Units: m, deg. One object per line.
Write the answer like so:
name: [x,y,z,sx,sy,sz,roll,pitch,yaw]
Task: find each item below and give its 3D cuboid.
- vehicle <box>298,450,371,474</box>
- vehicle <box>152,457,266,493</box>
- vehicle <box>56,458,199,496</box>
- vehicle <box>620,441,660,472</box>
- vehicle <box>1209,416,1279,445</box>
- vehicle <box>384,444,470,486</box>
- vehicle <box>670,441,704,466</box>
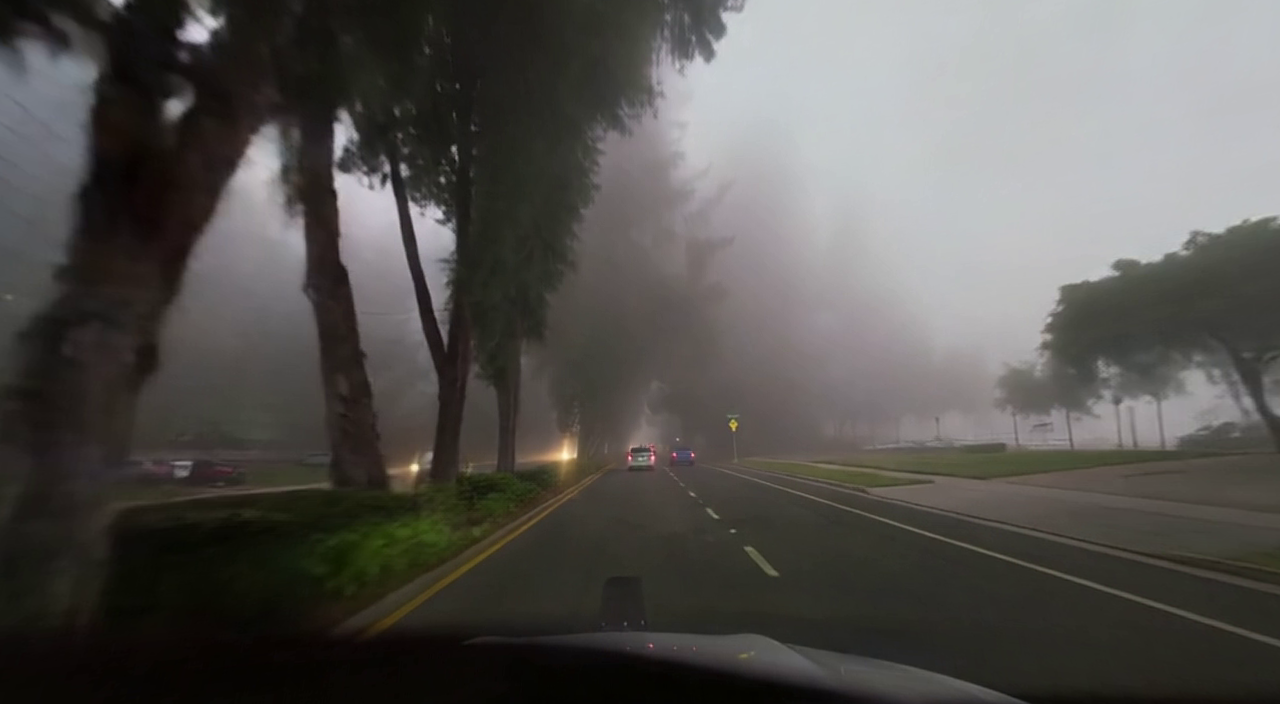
vehicle: [-22.351,8.062,46.236,4.330,1.656,2.001,-1,-8,3]
vehicle: [-21.756,6.190,31.952,4.351,1.432,2.037,-3,-8,1]
vehicle: [-21.944,5.352,27.169,4.243,1.478,2.035,1,-8,-6]
vehicle: [0.036,5.791,35.084,2.109,1.612,3.963,0,-8,1]
vehicle: [36.921,4.696,37.634,3.877,1.652,1.989,0,-8,1]
vehicle: [-9.706,5.165,29.270,2.064,1.722,5.226,0,-8,1]
vehicle: [3.394,7.442,46.364,2.189,1.766,4.495,0,-8,0]
